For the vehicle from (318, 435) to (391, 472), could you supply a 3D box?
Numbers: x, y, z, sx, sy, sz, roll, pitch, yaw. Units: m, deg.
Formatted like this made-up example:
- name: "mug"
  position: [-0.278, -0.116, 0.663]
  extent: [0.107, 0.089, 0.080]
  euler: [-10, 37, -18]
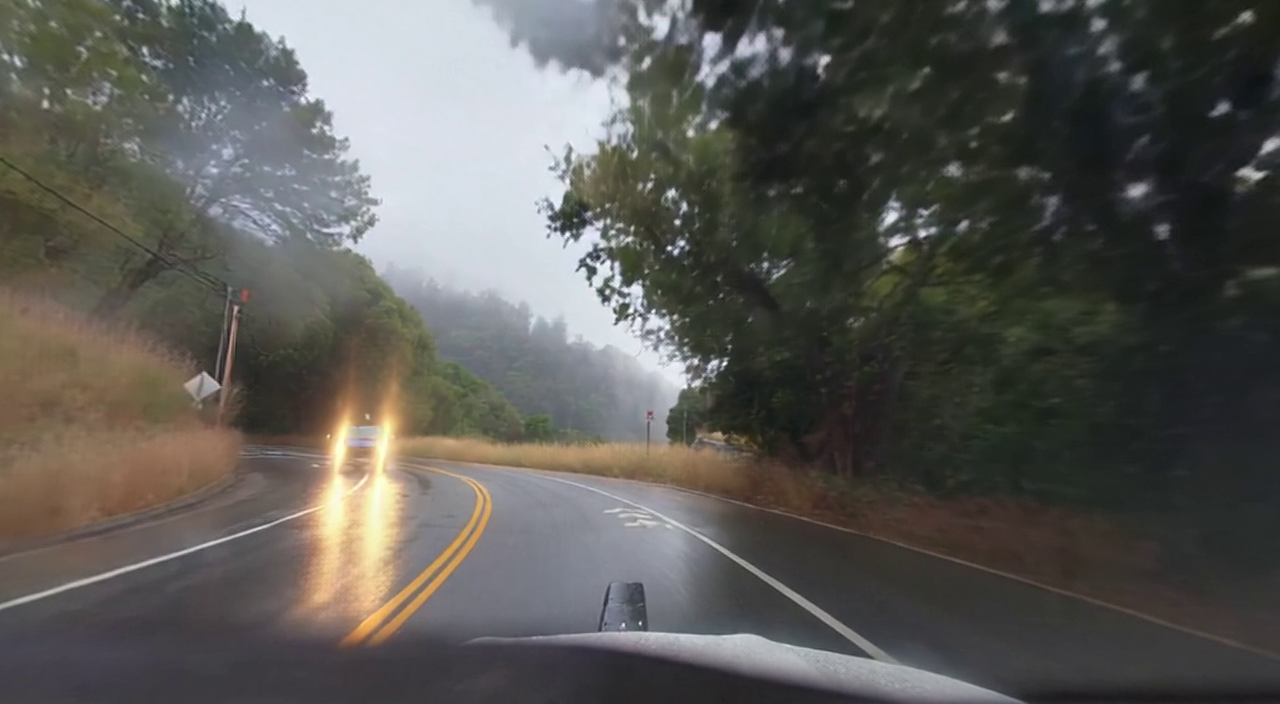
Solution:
- name: "vehicle"
  position: [-12.303, 4.326, 27.046]
  extent: [2.063, 1.443, 4.488]
  euler: [5, -10, -33]
